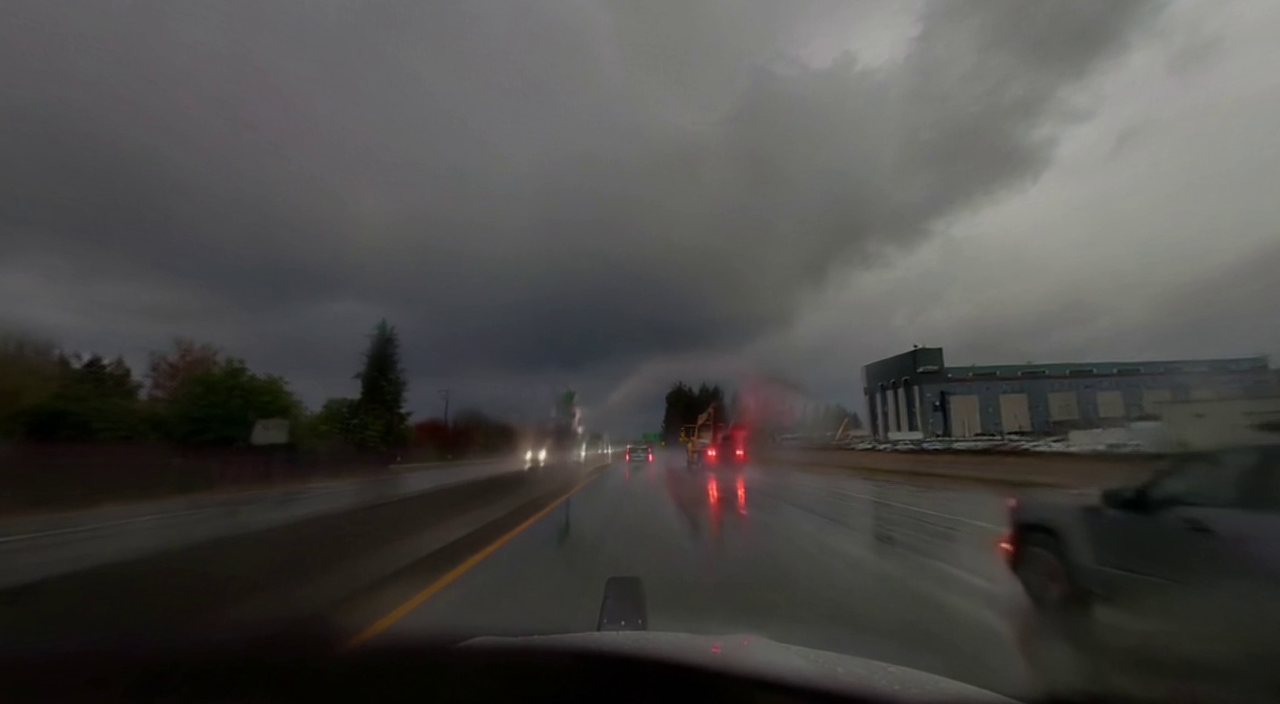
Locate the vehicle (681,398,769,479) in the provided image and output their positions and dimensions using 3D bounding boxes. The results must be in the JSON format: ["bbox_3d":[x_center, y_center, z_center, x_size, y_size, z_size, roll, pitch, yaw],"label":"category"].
[{"bbox_3d":[4.033,4.435,31.949,3.089,3.568,8.101,0,-9,-2],"label":"vehicle"}]

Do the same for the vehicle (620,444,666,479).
[{"bbox_3d":[0.109,5.136,29.841,2.045,1.527,4.023,0,-9,-1],"label":"vehicle"}]

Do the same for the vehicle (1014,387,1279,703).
[{"bbox_3d":[3.765,0.893,2.475,2.168,1.529,3.883,0,-9,0],"label":"vehicle"}]
